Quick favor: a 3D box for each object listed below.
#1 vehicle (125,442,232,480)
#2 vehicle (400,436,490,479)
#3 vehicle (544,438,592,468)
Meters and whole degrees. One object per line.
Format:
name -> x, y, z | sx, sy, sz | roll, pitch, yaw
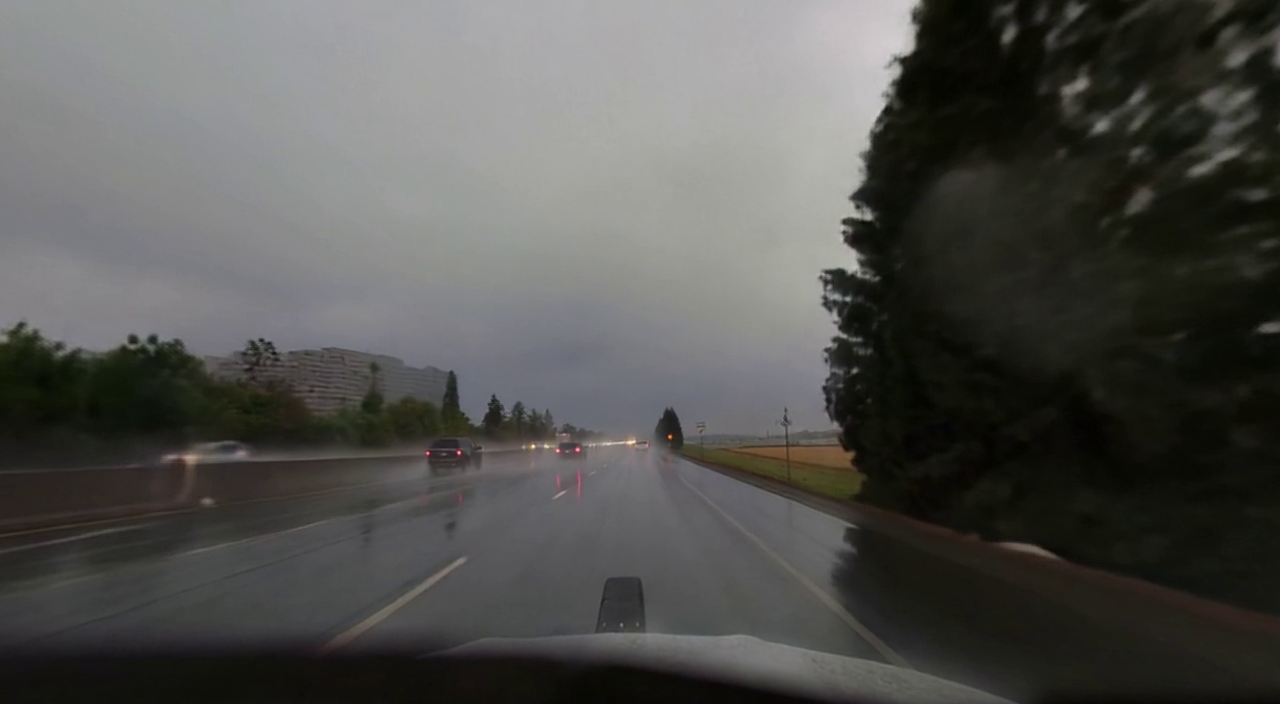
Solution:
vehicle -> -22.906, 5.422, 31.517 | 1.942, 1.734, 4.387 | 0, -9, 1
vehicle -> -7.566, 4.126, 24.976 | 2.034, 1.523, 4.627 | 0, -9, 1
vehicle -> -4.012, 5.725, 35.871 | 2.083, 1.588, 4.801 | 0, -8, 1
